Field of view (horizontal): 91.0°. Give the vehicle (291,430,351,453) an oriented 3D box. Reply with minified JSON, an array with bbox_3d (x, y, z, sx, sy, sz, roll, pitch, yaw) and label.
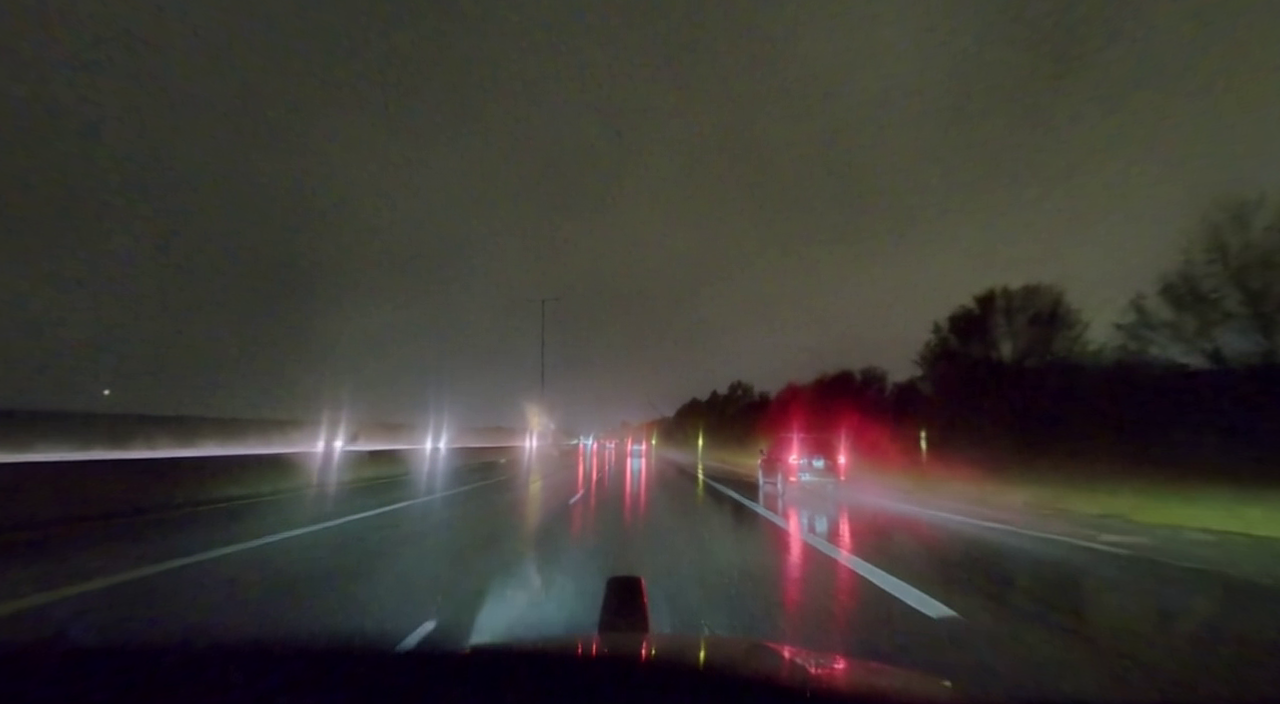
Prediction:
[{"bbox_3d":[-22.132,6.235,43.883,2.084,1.475,4.031,0,-8,-1],"label":"vehicle"}]
